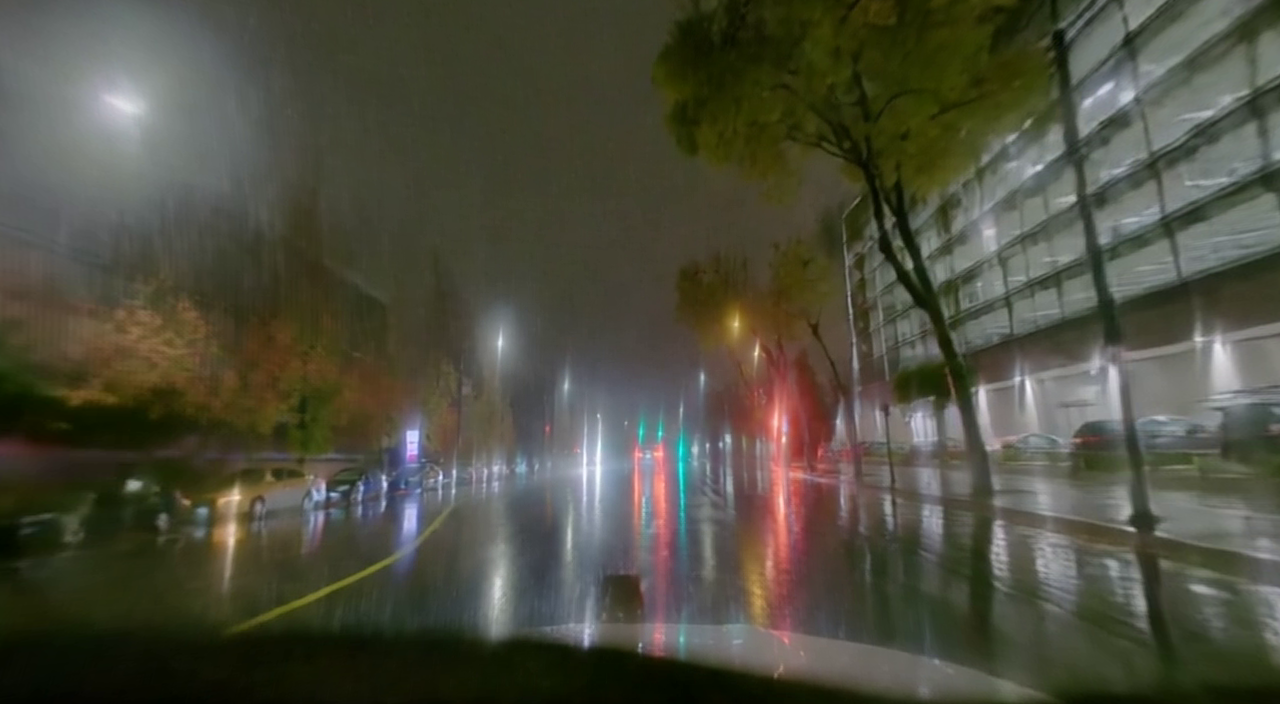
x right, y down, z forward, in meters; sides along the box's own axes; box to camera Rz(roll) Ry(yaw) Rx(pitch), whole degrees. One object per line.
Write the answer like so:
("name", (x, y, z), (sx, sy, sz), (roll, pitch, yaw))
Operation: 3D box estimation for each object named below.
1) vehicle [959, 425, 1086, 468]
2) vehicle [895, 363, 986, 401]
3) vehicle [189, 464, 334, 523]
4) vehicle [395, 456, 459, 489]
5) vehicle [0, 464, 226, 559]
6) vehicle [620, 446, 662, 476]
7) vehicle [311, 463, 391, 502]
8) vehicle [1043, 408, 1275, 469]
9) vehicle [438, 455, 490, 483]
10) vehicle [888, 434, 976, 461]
("vehicle", (14.448, 3.602, 24.041), (3.556, 1.414, 1.851), (-3, -8, 1))
("vehicle", (15.435, 1.587, 32.603), (3.766, 1.708, 1.810), (-1, -10, 6))
("vehicle", (-13.001, 4.848, 22.104), (1.984, 1.635, 4.525), (-3, -9, 6))
("vehicle", (-12.256, 6.959, 36.718), (1.997, 1.668, 4.084), (0, -8, 5))
("vehicle", (-13.589, 4.015, 16.524), (1.917, 1.775, 5.018), (-10, -10, 3))
("vehicle", (0.134, 5.823, 34.059), (2.051, 1.454, 4.132), (0, -8, 3))
("vehicle", (-12.716, 5.743, 28.080), (1.646, 1.462, 3.740), (0, -8, 2))
("vehicle", (15.211, 2.595, 18.801), (4.750, 1.519, 2.276), (-3, -9, 3))
("vehicle", (-11.858, 7.914, 42.905), (2.016, 1.627, 4.742), (-2, -8, 3))
("vehicle", (16.036, 5.283, 34.886), (3.620, 1.412, 2.472), (0, -9, 2))
